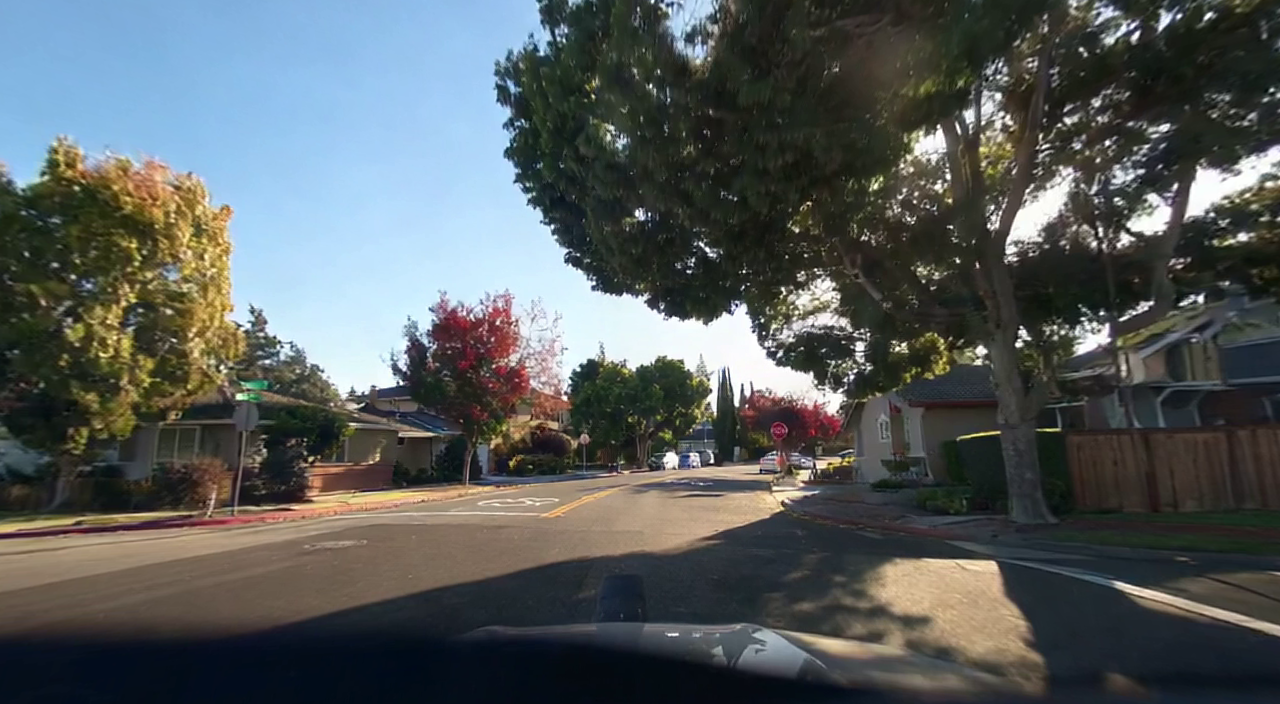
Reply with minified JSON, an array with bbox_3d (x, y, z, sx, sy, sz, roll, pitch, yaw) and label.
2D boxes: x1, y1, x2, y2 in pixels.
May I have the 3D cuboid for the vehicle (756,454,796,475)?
[{"bbox_3d":[10.487,8.575,48.460,2.045,1.478,4.914,-4,-9,23],"label":"vehicle"}]
